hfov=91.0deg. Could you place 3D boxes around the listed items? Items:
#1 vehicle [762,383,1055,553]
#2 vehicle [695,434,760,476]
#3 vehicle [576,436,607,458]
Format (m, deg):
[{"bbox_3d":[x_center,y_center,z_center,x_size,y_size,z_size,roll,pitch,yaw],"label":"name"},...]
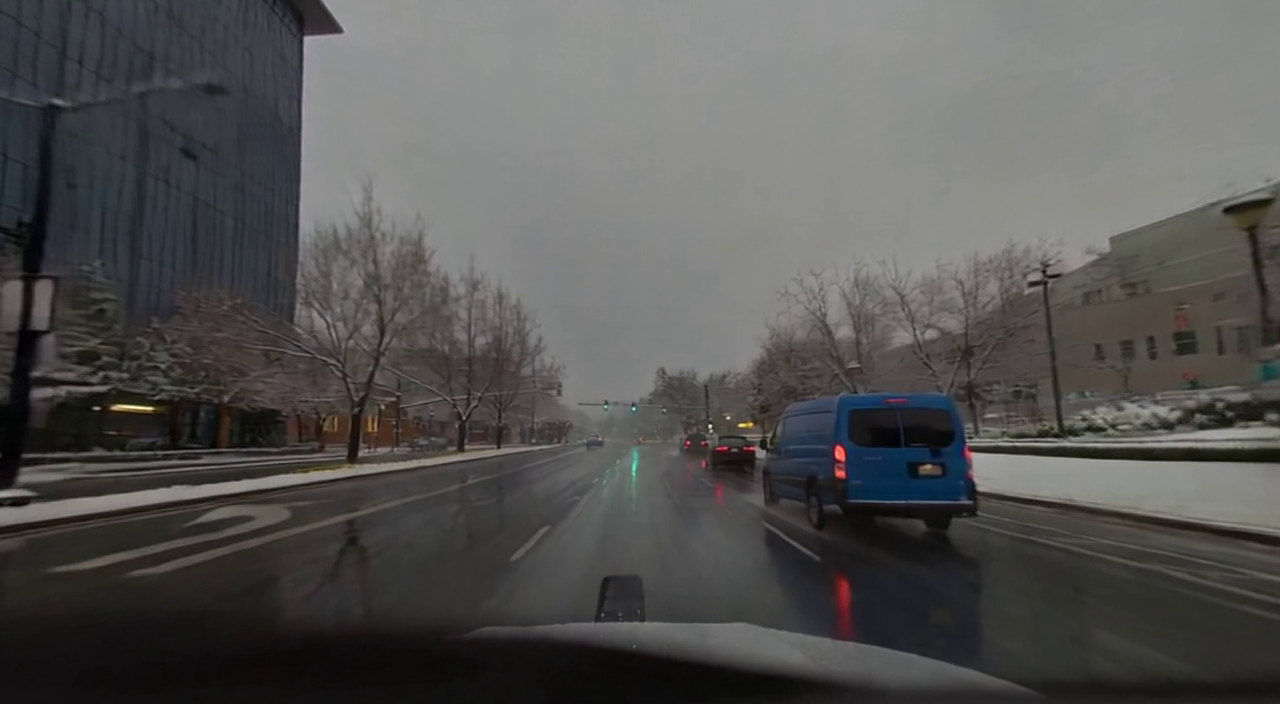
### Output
[{"bbox_3d":[3.545,1.676,9.773,2.200,1.914,5.145,0,-8,-1],"label":"vehicle"},{"bbox_3d":[3.344,4.028,24.940,1.867,1.493,4.190,0,-8,-1],"label":"vehicle"},{"bbox_3d":[-3.428,6.832,45.279,1.864,1.464,4.195,0,-8,1],"label":"vehicle"}]
